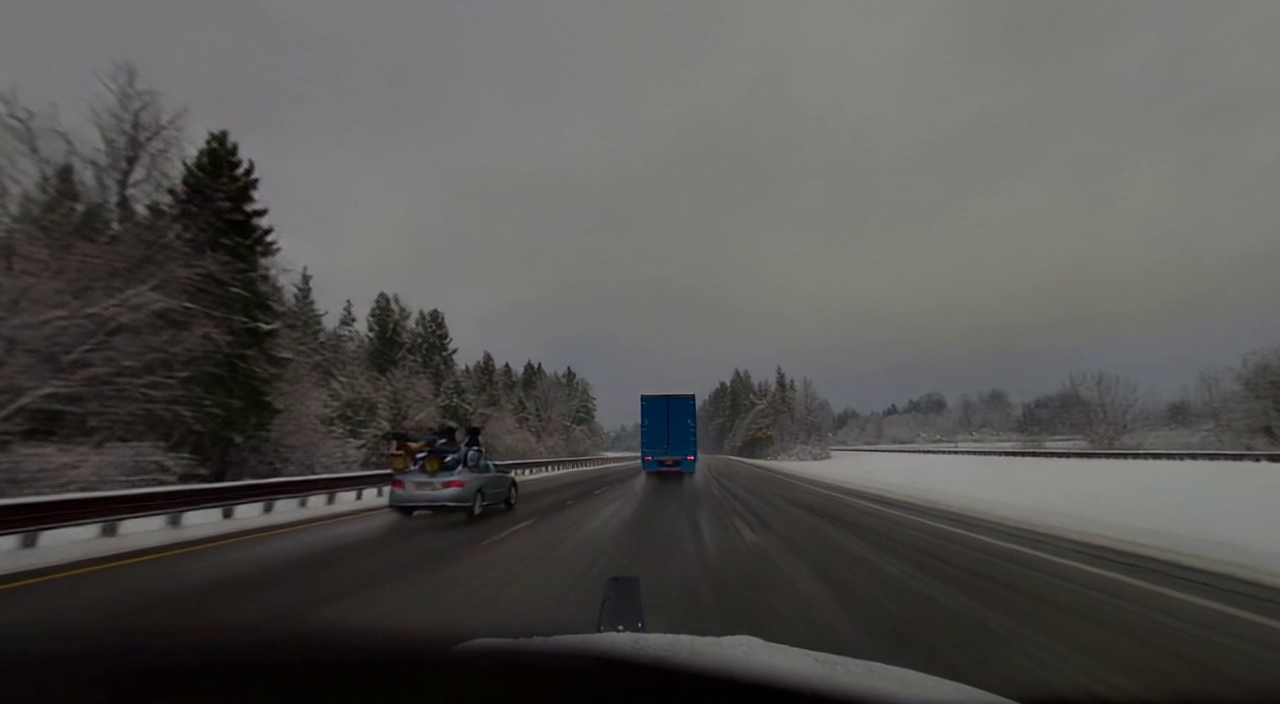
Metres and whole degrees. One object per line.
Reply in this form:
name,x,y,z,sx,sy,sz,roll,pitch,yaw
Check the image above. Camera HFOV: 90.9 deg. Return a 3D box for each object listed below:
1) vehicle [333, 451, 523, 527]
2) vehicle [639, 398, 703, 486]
vehicle,-4.314,2.867,13.915,2.133,1.358,4.870,-1,-9,5
vehicle,1.799,4.717,32.633,2.821,3.878,8.925,-1,-9,6
